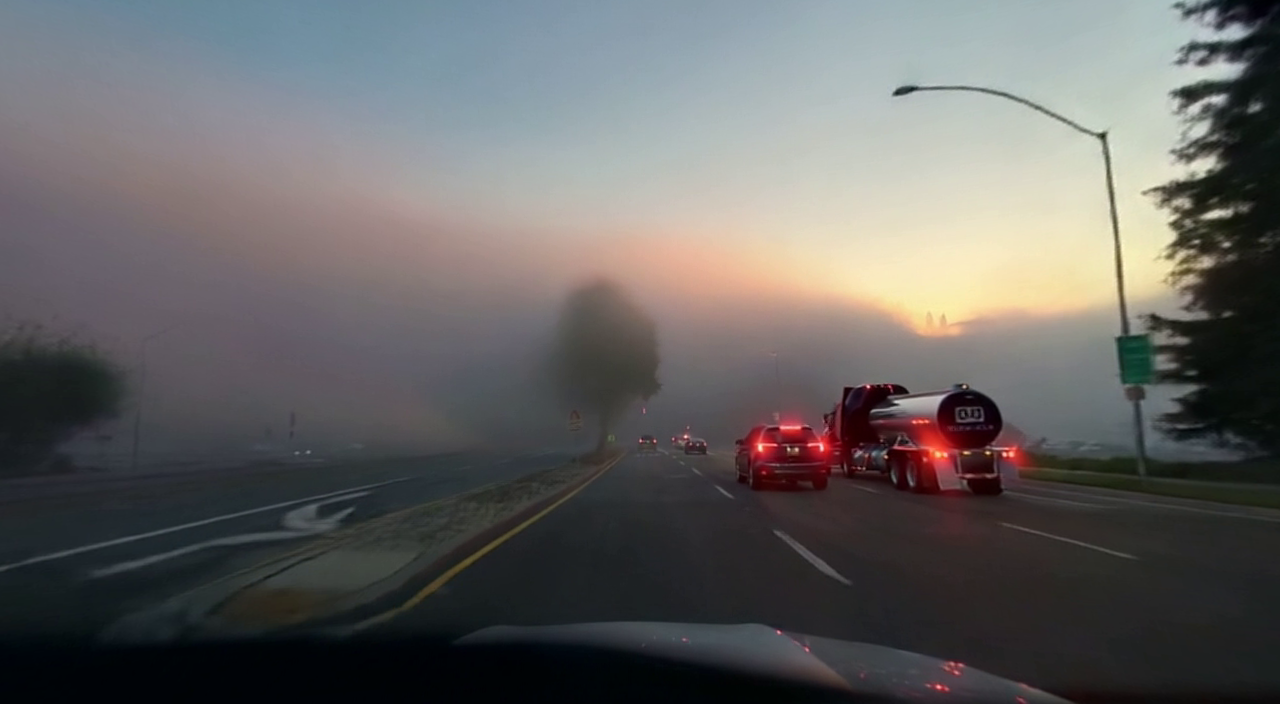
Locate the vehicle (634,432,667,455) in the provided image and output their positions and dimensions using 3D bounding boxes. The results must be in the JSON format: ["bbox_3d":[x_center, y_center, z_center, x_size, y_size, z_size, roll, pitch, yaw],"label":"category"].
[{"bbox_3d":[0.656,6.314,43.349,2.148,1.488,4.002,0,-8,0],"label":"vehicle"}]

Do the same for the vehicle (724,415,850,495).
[{"bbox_3d":[3.518,2.587,16.075,2.045,1.729,4.532,0,-8,-1],"label":"vehicle"}]

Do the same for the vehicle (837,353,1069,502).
[{"bbox_3d":[7.765,2.071,16.861,2.849,3.207,6.275,0,-8,0],"label":"vehicle"}]
